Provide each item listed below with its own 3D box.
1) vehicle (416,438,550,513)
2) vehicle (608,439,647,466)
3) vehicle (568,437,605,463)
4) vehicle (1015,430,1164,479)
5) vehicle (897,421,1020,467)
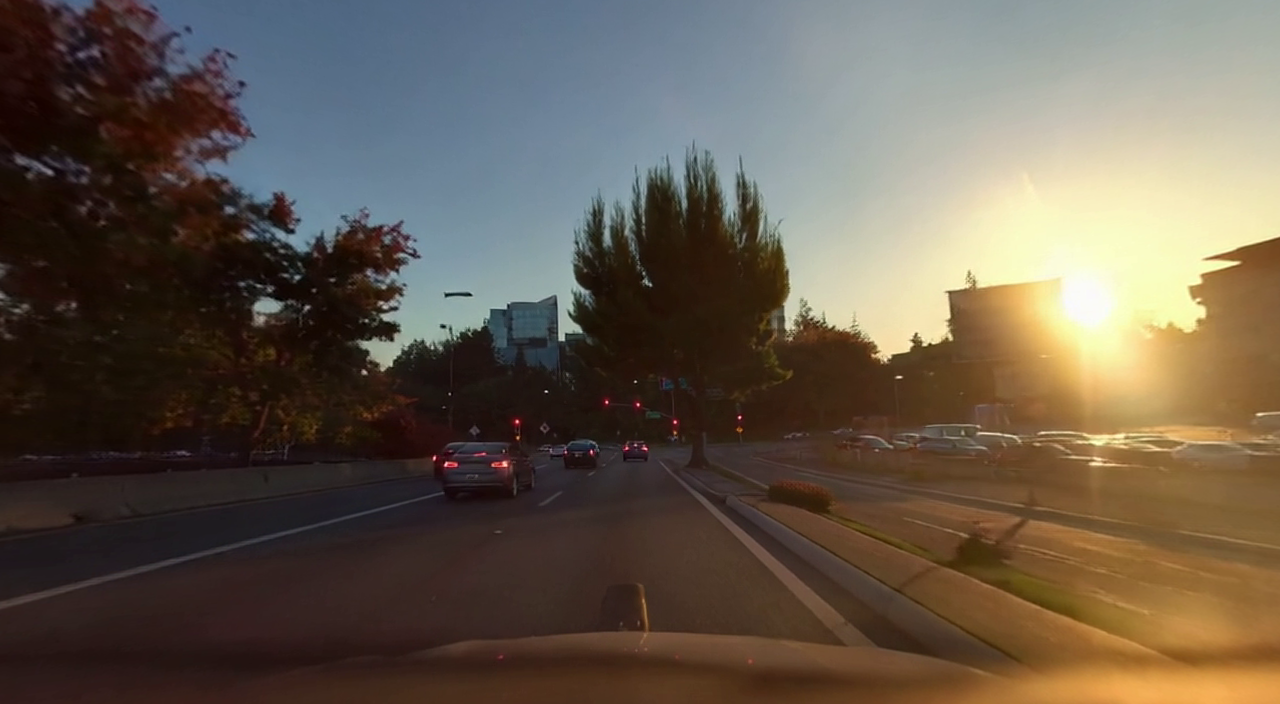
[{"bbox_3d":[-3.464,2.808,14.929,1.920,1.480,4.549,0,-9,1],"label":"vehicle"},{"bbox_3d":[-0.720,6.085,38.407,2.231,1.481,4.489,0,-9,0],"label":"vehicle"},{"bbox_3d":[-3.763,7.050,45.387,2.144,1.732,4.279,-1,-9,2],"label":"vehicle"},{"bbox_3d":[14.894,3.366,20.909,4.505,1.472,2.020,4,-10,-27],"label":"vehicle"},{"bbox_3d":[14.946,4.319,29.635,5.394,1.994,2.228,4,-10,-26],"label":"vehicle"}]
